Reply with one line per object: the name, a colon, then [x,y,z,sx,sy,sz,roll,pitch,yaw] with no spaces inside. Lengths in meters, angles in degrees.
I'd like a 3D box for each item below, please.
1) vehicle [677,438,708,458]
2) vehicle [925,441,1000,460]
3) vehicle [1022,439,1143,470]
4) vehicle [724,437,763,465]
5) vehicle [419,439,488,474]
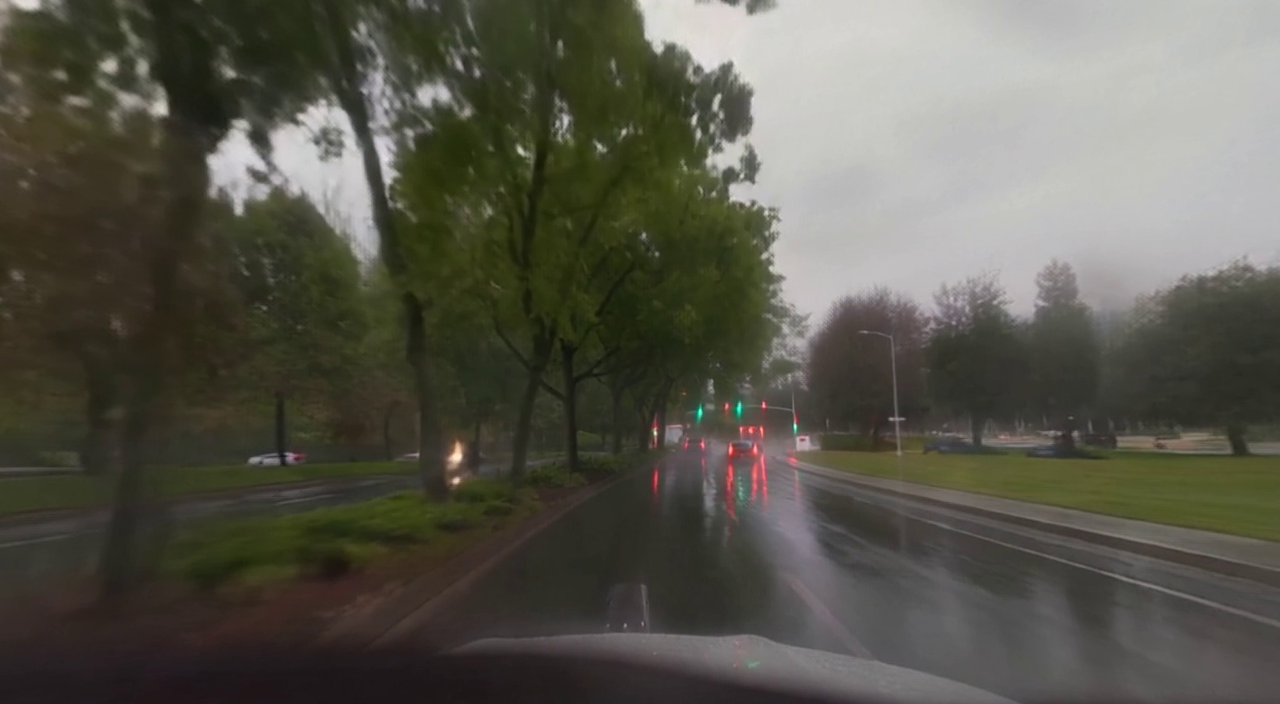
vehicle: [4.191,7.576,49.808,2.066,1.482,4.273,-2,-9,9]
vehicle: [24.129,7.406,47.369,4.627,1.418,1.800,-2,-9,10]
vehicle: [22.513,5.226,32.224,4.322,1.467,2.457,0,-8,-2]
vehicle: [5.973,5.767,36.941,1.989,1.497,4.436,-1,-8,6]
vehicle: [-10.021,5.643,34.304,1.969,1.755,4.518,-1,-9,6]
